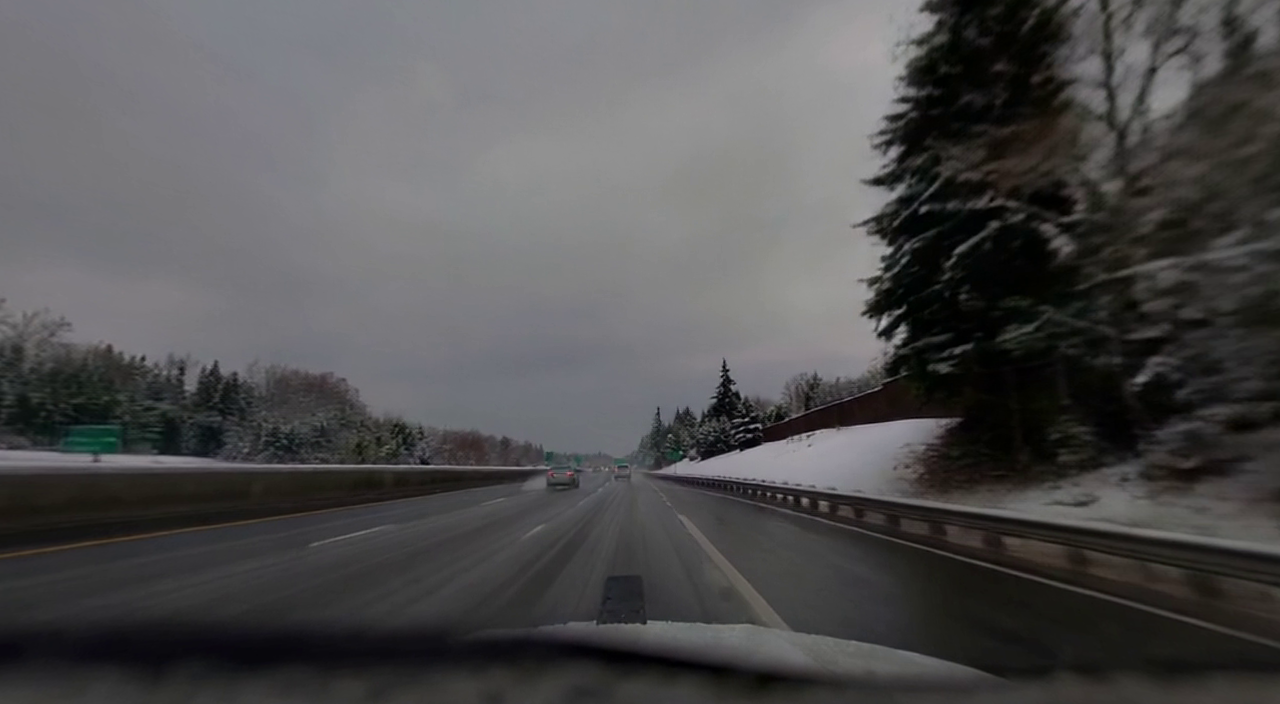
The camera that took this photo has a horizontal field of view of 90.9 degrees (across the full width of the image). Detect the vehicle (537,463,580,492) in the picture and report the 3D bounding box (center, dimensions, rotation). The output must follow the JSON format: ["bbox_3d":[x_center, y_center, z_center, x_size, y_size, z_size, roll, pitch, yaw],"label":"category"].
[{"bbox_3d":[-4.885,7.607,38.338,2.039,1.605,4.365,1,-10,0],"label":"vehicle"}]
